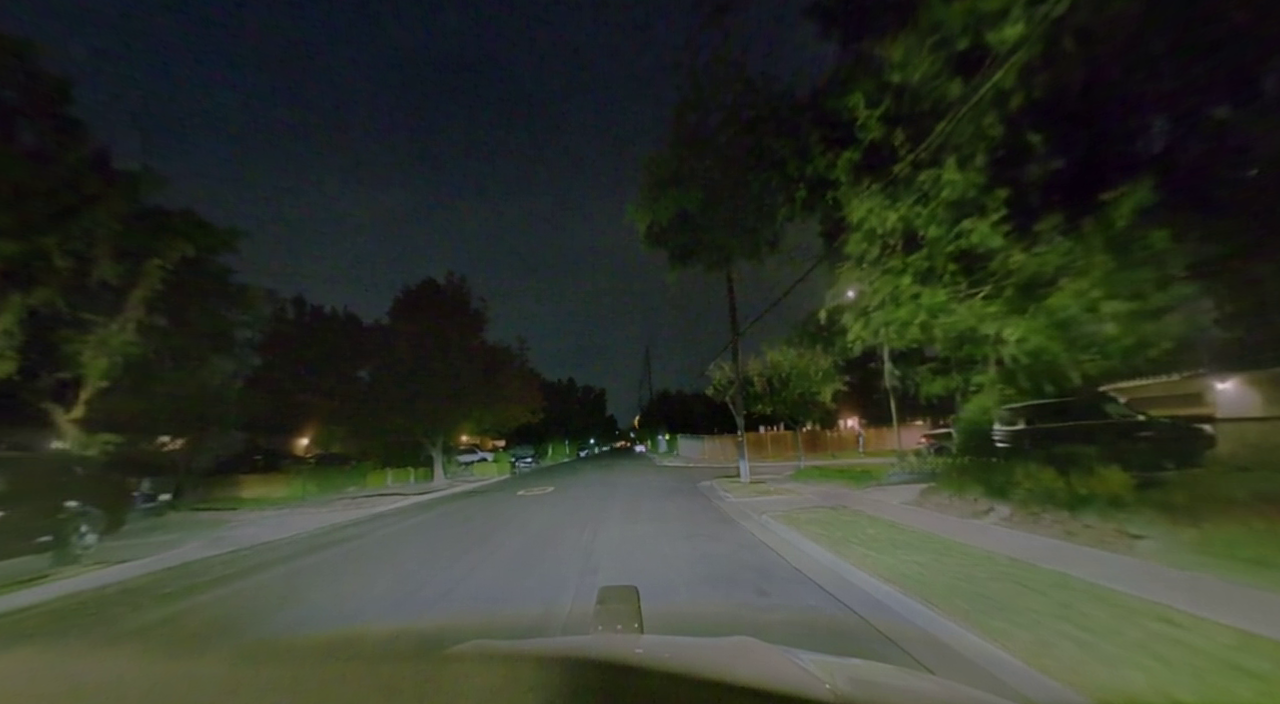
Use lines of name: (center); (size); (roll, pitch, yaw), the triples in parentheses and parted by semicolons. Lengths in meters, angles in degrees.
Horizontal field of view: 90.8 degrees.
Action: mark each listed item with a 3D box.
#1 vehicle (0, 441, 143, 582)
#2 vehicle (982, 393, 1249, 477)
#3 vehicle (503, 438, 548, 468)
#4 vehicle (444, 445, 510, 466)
vehicle: (-8.479, 1.878, 7.226); (2.074, 1.616, 4.440); (-2, -9, -2)
vehicle: (12.177, 2.146, 16.403); (5.367, 1.953, 2.257); (1, -8, -9)
vehicle: (-7.852, 7.039, 43.774); (2.091, 1.912, 4.598); (0, -10, 2)
vehicle: (-12.680, 8.067, 49.342); (4.538, 1.578, 2.000); (-1, -8, 0)
